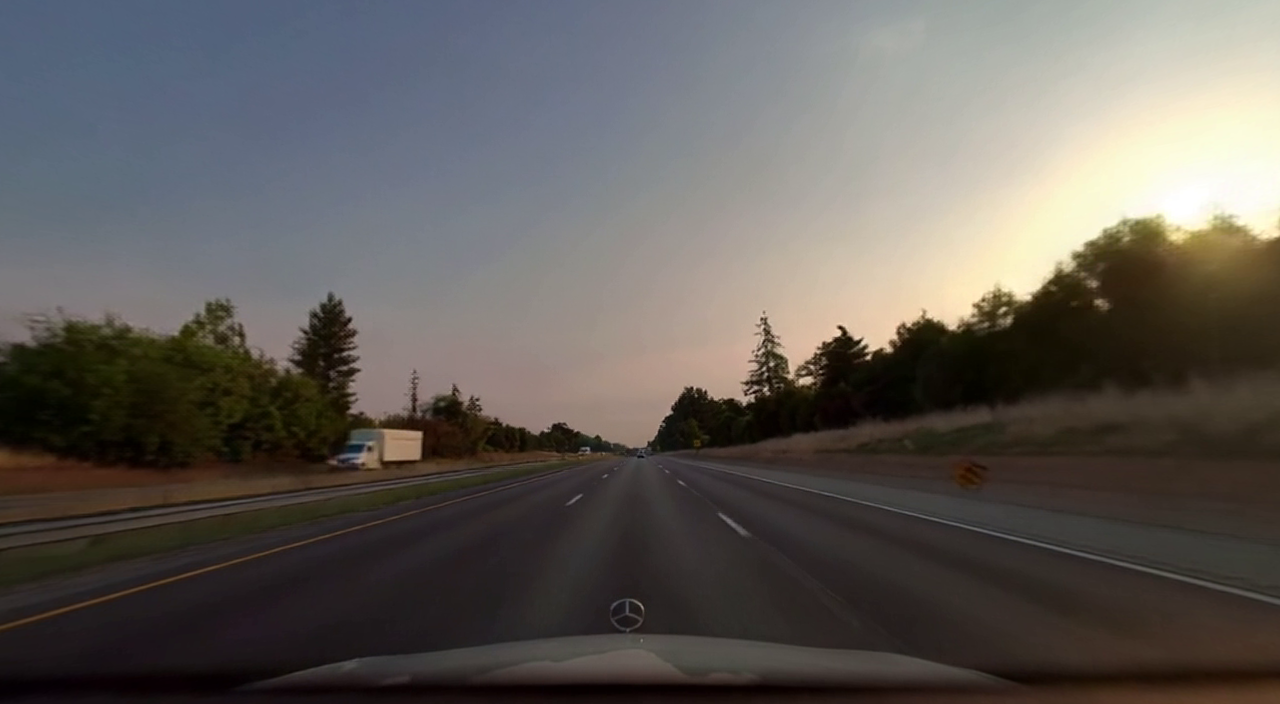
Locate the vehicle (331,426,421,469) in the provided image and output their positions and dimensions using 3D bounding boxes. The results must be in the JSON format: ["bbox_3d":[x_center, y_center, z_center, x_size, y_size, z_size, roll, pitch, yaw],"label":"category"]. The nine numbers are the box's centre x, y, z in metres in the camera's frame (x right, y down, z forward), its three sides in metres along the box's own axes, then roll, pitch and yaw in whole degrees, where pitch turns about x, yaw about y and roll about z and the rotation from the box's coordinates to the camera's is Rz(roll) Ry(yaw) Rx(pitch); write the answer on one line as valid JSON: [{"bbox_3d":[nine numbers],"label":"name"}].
[{"bbox_3d":[-19.632,7.209,47.459,3.661,2.973,6.879,0,-9,0],"label":"vehicle"}]
